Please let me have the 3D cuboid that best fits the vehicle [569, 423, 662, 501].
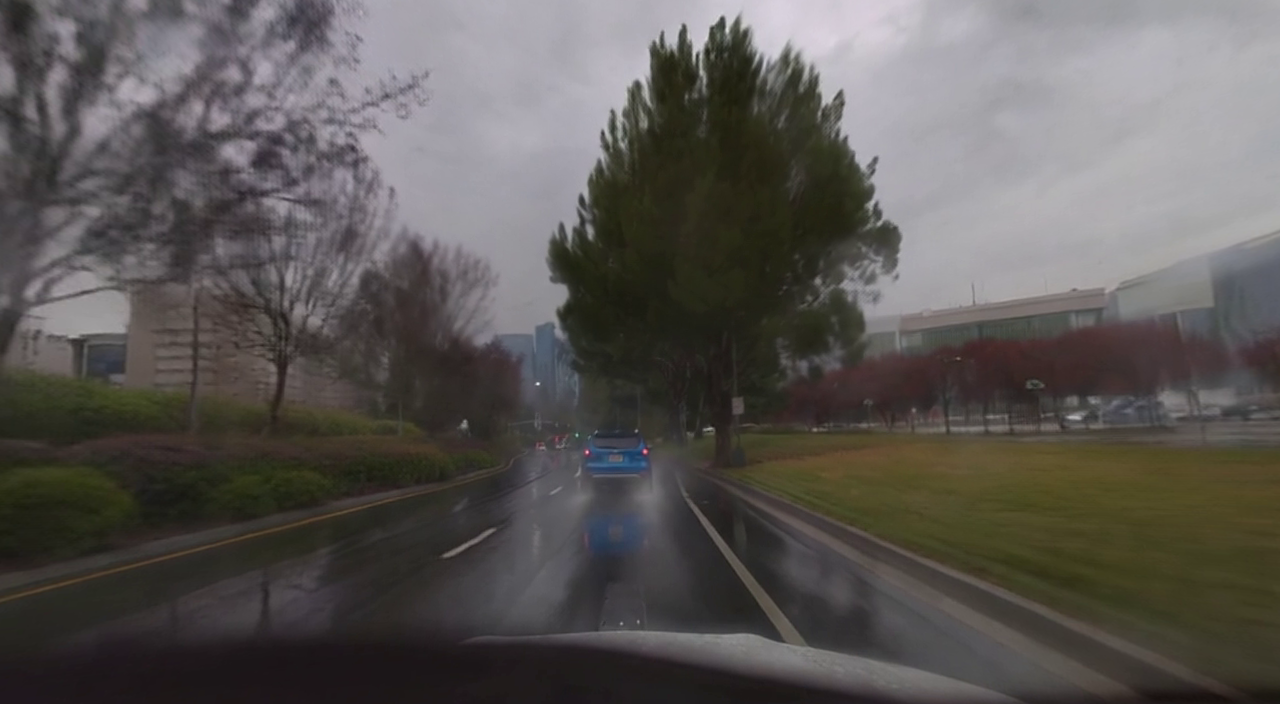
[{"bbox_3d":[-0.591,2.834,16.703,2.131,1.761,4.242,0,-8,-1],"label":"vehicle"}]
